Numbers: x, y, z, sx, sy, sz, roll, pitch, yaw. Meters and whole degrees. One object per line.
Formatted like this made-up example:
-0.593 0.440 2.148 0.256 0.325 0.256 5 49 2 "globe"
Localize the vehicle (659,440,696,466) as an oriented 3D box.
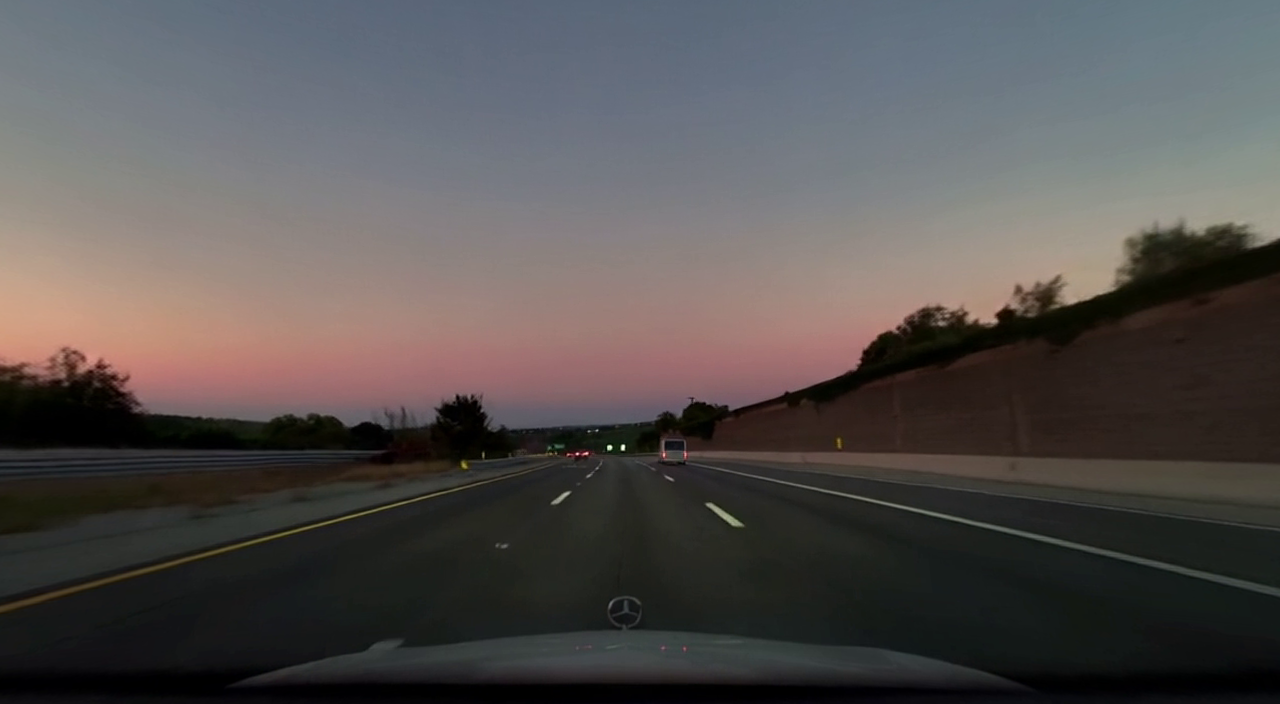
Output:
2.739 7.567 47.269 2.233 1.861 4.494 0 -8 -4 "vehicle"
